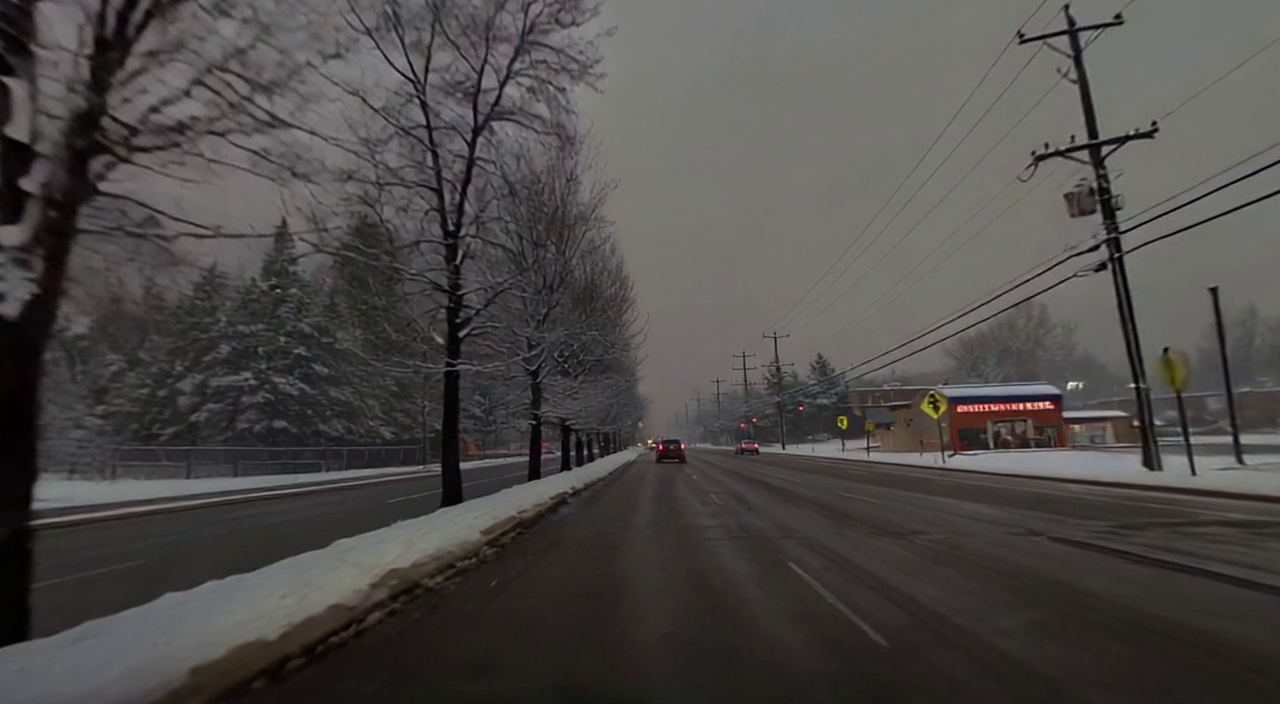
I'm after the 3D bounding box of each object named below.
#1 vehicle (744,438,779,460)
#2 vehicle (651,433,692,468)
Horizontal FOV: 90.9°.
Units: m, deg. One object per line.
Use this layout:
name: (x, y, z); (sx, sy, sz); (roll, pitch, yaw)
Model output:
vehicle: (8.765, 7.061, 45.900); (1.760, 1.481, 4.161); (0, -8, 0)
vehicle: (1.709, 5.615, 36.115); (2.141, 1.842, 4.889); (0, -8, 0)
